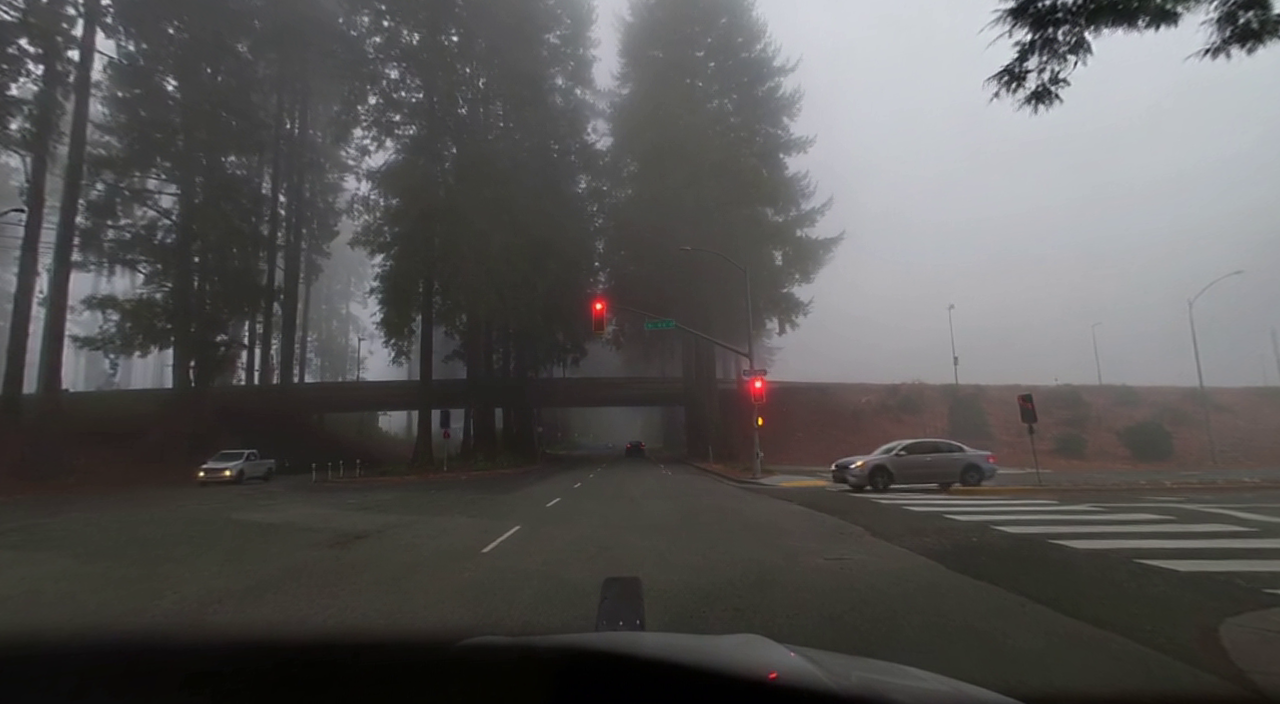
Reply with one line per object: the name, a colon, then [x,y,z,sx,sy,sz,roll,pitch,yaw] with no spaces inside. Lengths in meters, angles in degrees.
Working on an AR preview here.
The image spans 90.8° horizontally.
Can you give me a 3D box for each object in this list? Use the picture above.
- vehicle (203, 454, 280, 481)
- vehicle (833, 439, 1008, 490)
vehicle: [-23.922,6.909,38.112,1.834,1.482,4.310,0,-8,0]
vehicle: [8.686,3.466,19.764,4.691,1.466,1.800,1,-9,-8]
